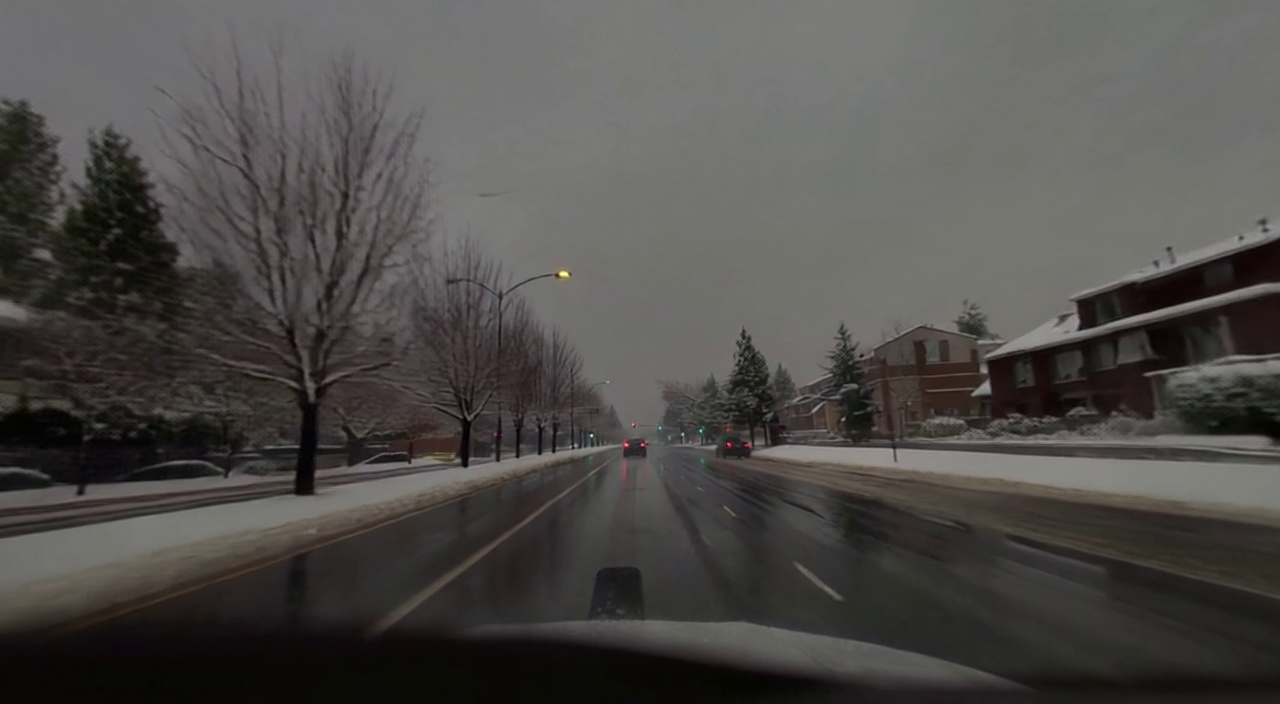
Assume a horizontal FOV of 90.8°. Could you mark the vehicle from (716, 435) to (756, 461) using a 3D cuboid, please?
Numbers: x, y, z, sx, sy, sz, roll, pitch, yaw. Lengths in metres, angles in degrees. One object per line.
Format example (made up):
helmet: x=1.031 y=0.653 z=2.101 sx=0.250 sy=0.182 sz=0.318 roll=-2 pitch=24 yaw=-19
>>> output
vehicle: x=6.753 y=6.843 z=44.939 sx=2.011 sy=1.710 sz=4.357 roll=0 pitch=-9 yaw=-2
